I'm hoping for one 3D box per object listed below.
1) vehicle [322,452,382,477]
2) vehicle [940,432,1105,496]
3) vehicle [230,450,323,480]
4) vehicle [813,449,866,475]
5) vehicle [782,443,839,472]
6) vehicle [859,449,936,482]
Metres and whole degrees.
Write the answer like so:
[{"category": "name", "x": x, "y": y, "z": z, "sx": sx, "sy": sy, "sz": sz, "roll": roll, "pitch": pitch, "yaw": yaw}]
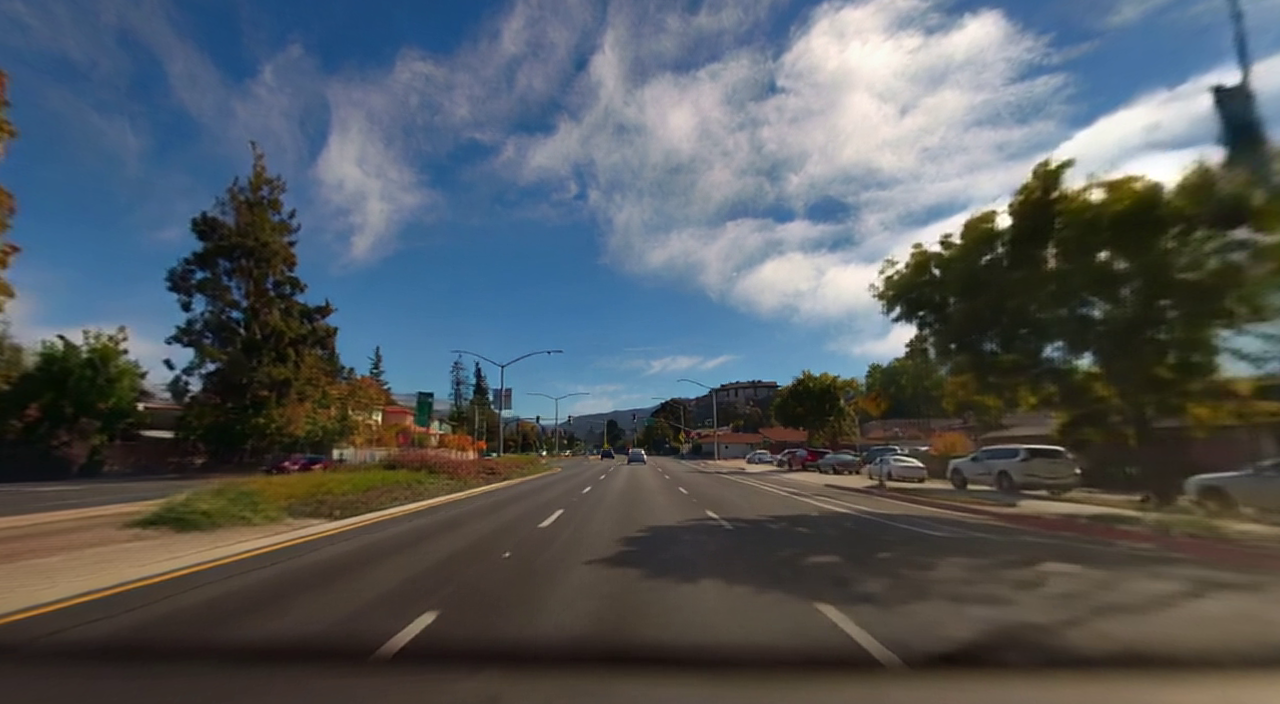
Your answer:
[{"category": "vehicle", "x": -19.078, "y": 7.449, "z": 42.087, "sx": 1.815, "sy": 1.468, "sz": 4.398, "roll": 0, "pitch": -9, "yaw": 1}, {"category": "vehicle", "x": 13.138, "y": 3.854, "z": 22.230, "sx": 2.047, "sy": 1.950, "sz": 5.112, "roll": 1, "pitch": -9, "yaw": -9}, {"category": "vehicle", "x": -24.435, "y": 7.604, "z": 42.814, "sx": 2.224, "sy": 1.795, "sz": 5.809, "roll": -2, "pitch": -9, "yaw": 9}, {"category": "vehicle", "x": 12.349, "y": 6.835, "z": 39.378, "sx": 1.836, "sy": 1.448, "sz": 4.624, "roll": -1, "pitch": -9, "yaw": 1}, {"category": "vehicle", "x": 12.521, "y": 7.844, "z": 46.909, "sx": 2.386, "sy": 1.919, "sz": 6.109, "roll": -1, "pitch": -10, "yaw": -1}, {"category": "vehicle", "x": 12.728, "y": 5.625, "z": 31.608, "sx": 1.916, "sy": 1.452, "sz": 4.651, "roll": 0, "pitch": -9, "yaw": 1}]
